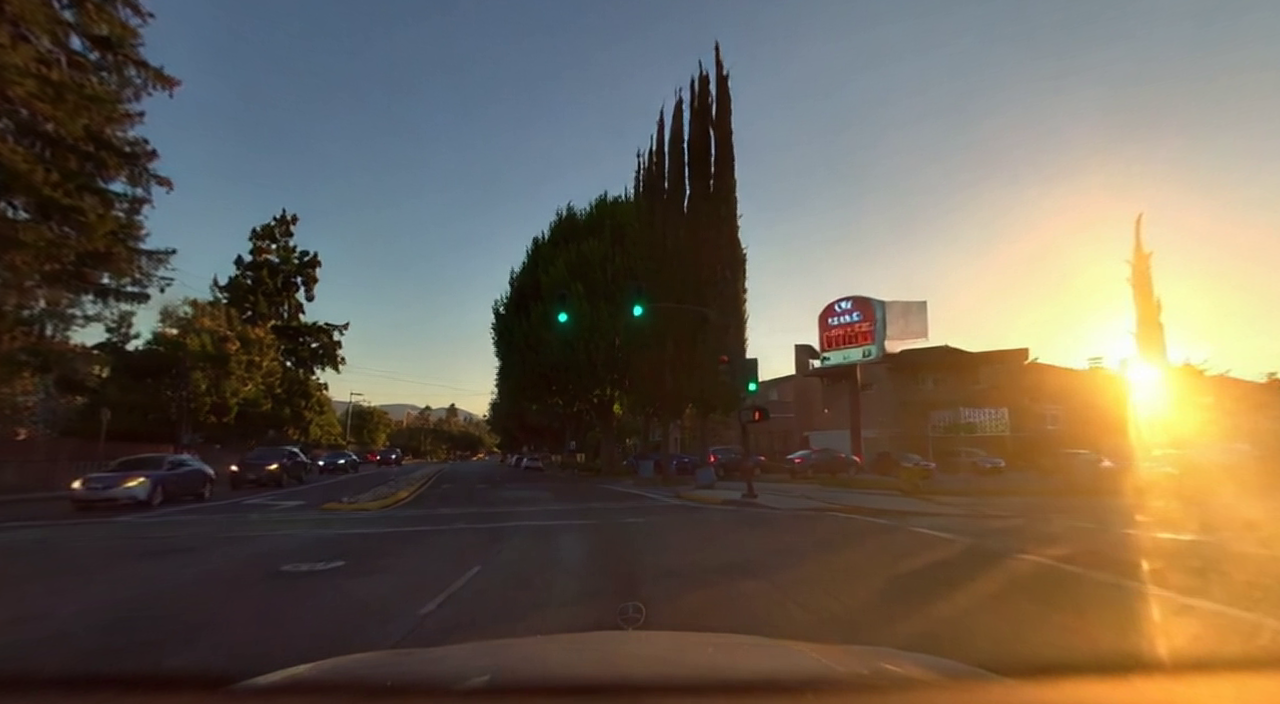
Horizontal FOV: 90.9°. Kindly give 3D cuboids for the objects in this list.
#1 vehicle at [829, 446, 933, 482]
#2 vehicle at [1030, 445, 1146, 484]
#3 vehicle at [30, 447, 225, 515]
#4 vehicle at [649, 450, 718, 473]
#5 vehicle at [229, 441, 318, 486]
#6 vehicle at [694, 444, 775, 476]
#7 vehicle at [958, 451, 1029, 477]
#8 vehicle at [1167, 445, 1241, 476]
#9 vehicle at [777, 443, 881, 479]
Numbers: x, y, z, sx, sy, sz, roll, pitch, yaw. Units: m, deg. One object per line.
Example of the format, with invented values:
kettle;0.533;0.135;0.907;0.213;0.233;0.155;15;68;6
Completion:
vehicle;11.871;5.478;31.119;4.375;1.685;2.045;2;-9;-16
vehicle;20.967;5.232;29.536;4.530;1.696;1.979;3;-9;-17
vehicle;-13.228;3.291;16.745;1.961;1.492;4.702;2;-9;-11
vehicle;2.930;7.334;42.359;4.257;1.474;1.751;3;-9;-22
vehicle;-16.443;4.998;28.648;2.049;1.817;5.292;2;-9;-14
vehicle;5.647;6.385;37.490;4.669;1.770;1.896;5;-10;-32
vehicle;21.933;6.916;39.105;4.324;1.437;1.865;5;-10;-31
vehicle;36.774;6.992;41.041;4.689;1.888;2.114;5;-10;-31
vehicle;10.154;5.795;33.826;5.314;1.829;2.018;4;-9;-25
